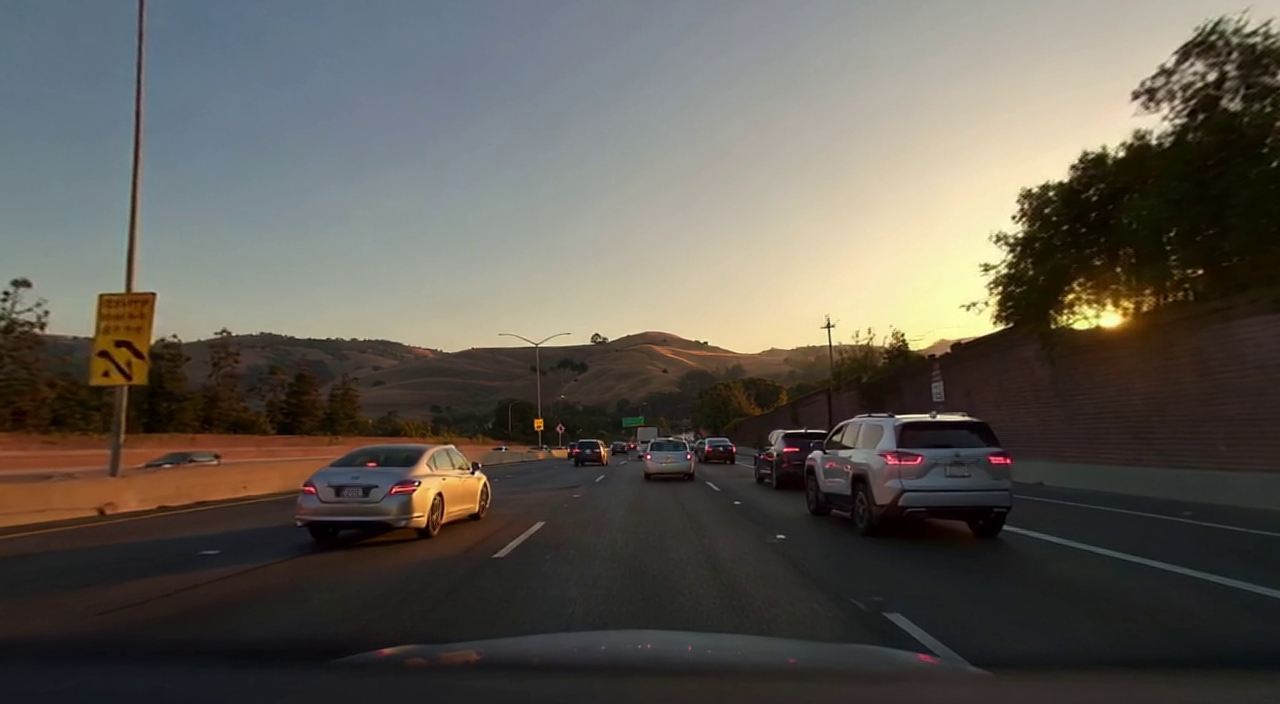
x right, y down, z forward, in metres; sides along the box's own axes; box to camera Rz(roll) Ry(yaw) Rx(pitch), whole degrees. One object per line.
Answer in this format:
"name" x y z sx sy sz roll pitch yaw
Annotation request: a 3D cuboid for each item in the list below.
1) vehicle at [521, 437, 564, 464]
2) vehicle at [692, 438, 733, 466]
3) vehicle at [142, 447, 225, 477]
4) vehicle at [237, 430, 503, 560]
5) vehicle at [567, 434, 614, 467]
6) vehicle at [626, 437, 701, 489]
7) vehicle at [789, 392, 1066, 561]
"vehicle" -6.738 6.891 44.277 2.055 1.751 4.825 0 -8 2
"vehicle" 4.112 5.715 36.356 1.855 1.513 3.915 0 -8 0
"vehicle" -28.941 6.949 40.160 1.840 1.725 4.605 0 -8 0
"vehicle" -3.538 1.938 9.369 1.961 1.456 4.362 0 -8 1
"vehicle" -2.802 5.787 37.073 2.154 1.793 4.736 0 -8 3
"vehicle" 0.686 3.422 19.807 2.105 1.471 3.978 0 -8 0
"vehicle" 3.656 1.662 9.105 1.930 1.831 4.344 0 -8 0
